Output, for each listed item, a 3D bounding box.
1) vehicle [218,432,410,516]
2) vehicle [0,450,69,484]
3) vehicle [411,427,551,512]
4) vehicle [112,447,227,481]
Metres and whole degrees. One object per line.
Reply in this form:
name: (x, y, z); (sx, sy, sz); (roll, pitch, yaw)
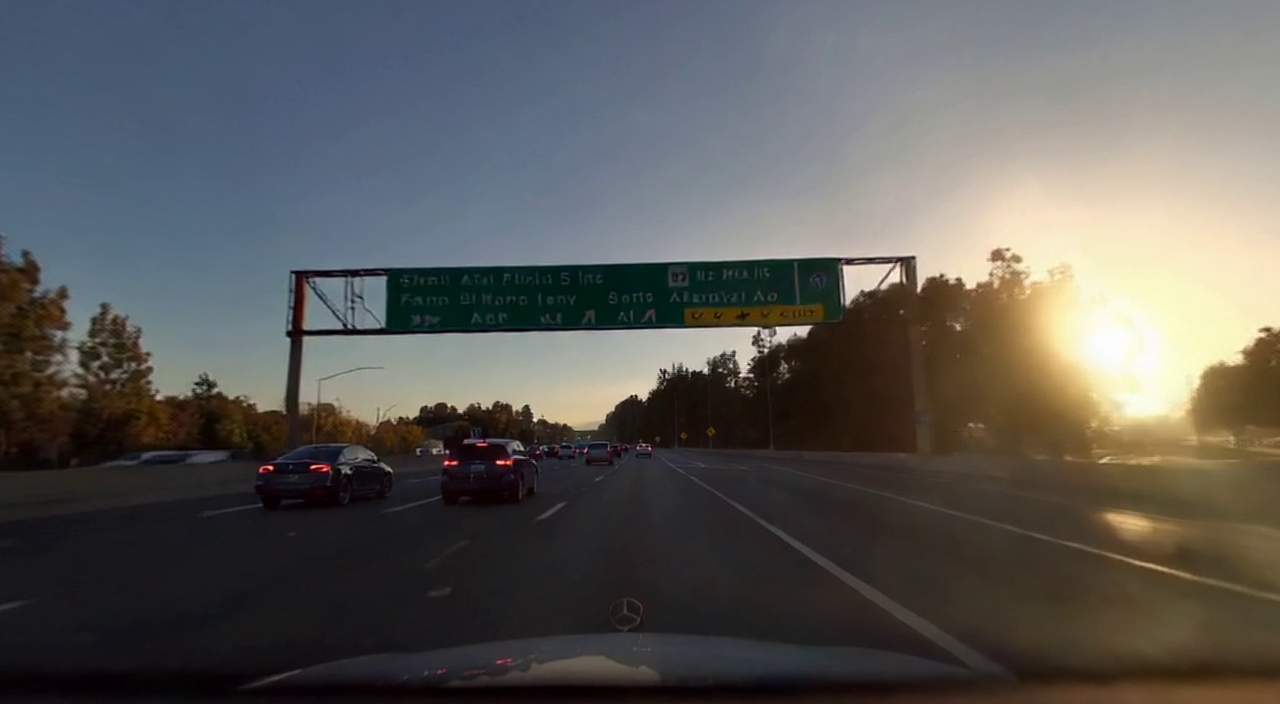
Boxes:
vehicle: (-7.404, 2.802, 14.994); (2.071, 1.661, 4.540); (-1, -9, 1)
vehicle: (-30.068, 5.438, 29.802); (1.863, 1.513, 4.404); (-1, -9, 1)
vehicle: (-3.627, 2.768, 15.315); (2.158, 1.717, 4.375); (-1, -9, 1)
vehicle: (-23.442, 5.558, 31.664); (2.093, 1.523, 4.701); (-1, -9, 1)
